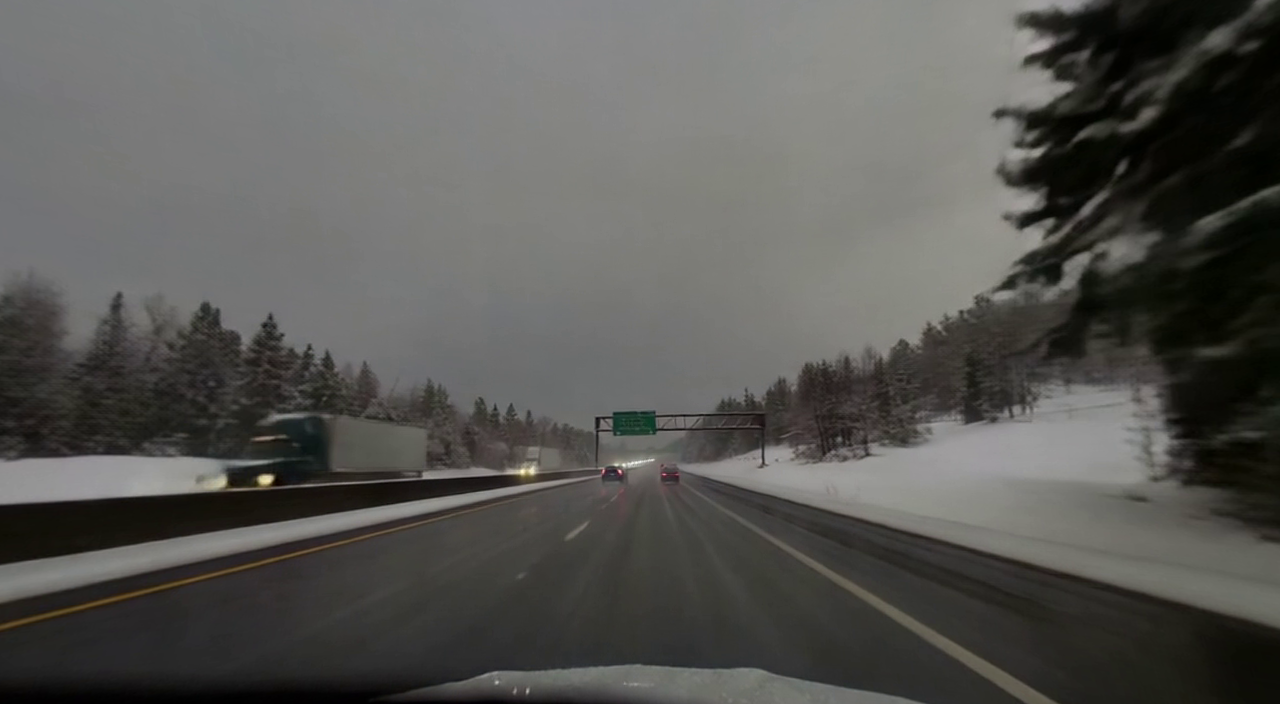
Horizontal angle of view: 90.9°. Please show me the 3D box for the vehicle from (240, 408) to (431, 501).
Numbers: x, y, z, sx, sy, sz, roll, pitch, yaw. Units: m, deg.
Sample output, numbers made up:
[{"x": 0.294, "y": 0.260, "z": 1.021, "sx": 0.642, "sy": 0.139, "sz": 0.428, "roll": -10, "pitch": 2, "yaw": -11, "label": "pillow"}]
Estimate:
[{"x": -15.651, "y": 5.773, "z": 34.626, "sx": 2.881, "sy": 4.002, "sz": 14.159, "roll": 1, "pitch": -11, "yaw": 2, "label": "vehicle"}]

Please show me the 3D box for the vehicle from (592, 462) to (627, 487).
[{"x": -2.152, "y": 8.939, "z": 46.047, "sx": 2.160, "sy": 1.721, "sz": 4.368, "roll": 0, "pitch": -11, "yaw": 3, "label": "vehicle"}]
